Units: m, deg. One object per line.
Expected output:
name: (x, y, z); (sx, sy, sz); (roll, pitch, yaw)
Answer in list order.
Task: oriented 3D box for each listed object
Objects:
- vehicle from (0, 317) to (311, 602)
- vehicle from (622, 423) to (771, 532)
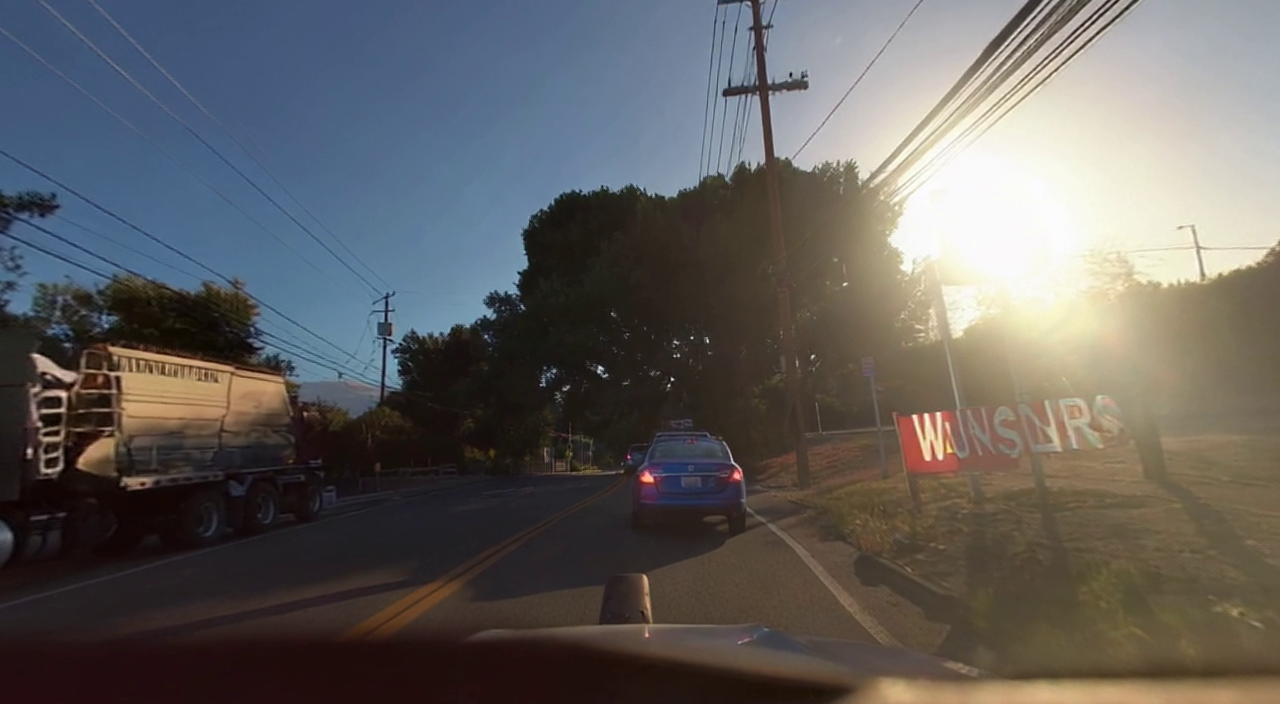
vehicle: (-8.452, 1.431, 8.229); (3.395, 3.071, 7.634); (-7, -6, 7)
vehicle: (0.827, 2.039, 10.763); (2.081, 1.503, 3.726); (0, -8, 1)
